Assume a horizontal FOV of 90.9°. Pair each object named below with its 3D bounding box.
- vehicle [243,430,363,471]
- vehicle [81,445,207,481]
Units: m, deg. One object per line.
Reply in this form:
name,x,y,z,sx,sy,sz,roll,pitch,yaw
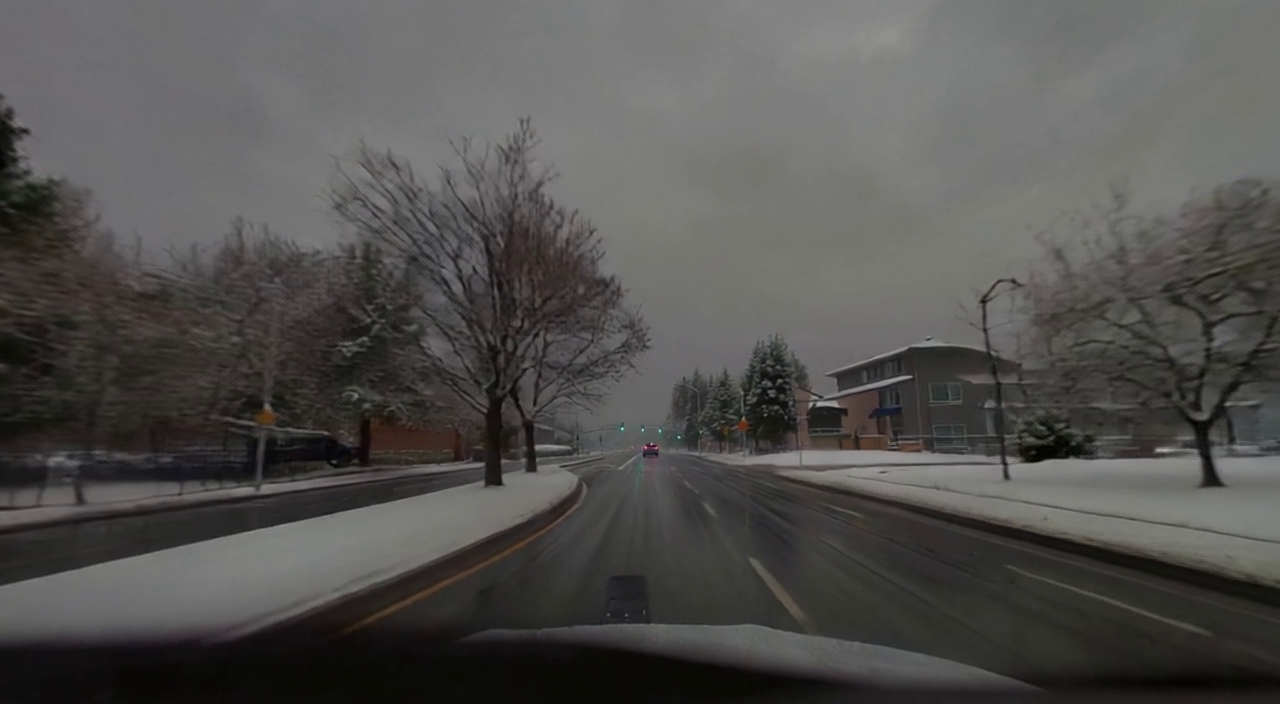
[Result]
vehicle,-22.668,6.648,42.689,6.364,2.595,2.828,1,-9,-2
vehicle,-22.782,5.071,29.073,4.140,1.556,1.995,0,-8,2
